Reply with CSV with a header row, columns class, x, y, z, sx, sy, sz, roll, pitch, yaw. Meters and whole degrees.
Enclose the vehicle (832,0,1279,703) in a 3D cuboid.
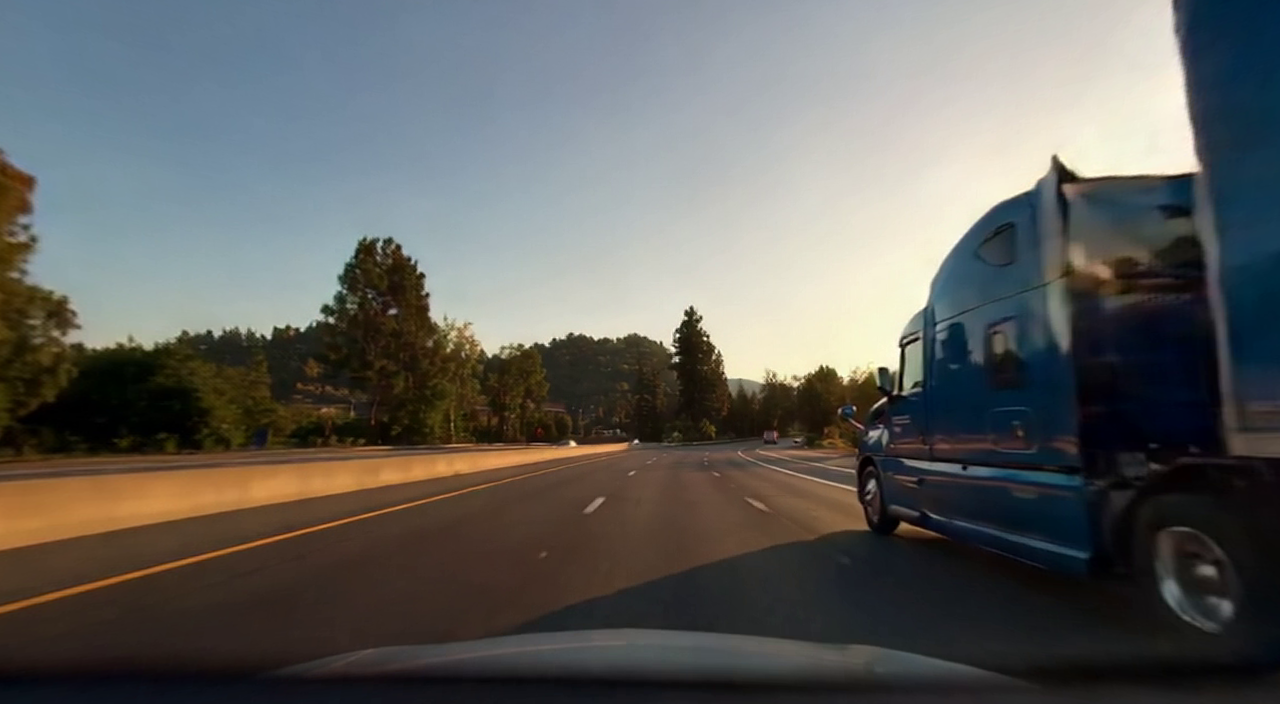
class,x,y,z,sx,sy,sz,roll,pitch,yaw
vehicle,4.565,0.234,5.742,2.997,3.915,8.330,0,-8,0
